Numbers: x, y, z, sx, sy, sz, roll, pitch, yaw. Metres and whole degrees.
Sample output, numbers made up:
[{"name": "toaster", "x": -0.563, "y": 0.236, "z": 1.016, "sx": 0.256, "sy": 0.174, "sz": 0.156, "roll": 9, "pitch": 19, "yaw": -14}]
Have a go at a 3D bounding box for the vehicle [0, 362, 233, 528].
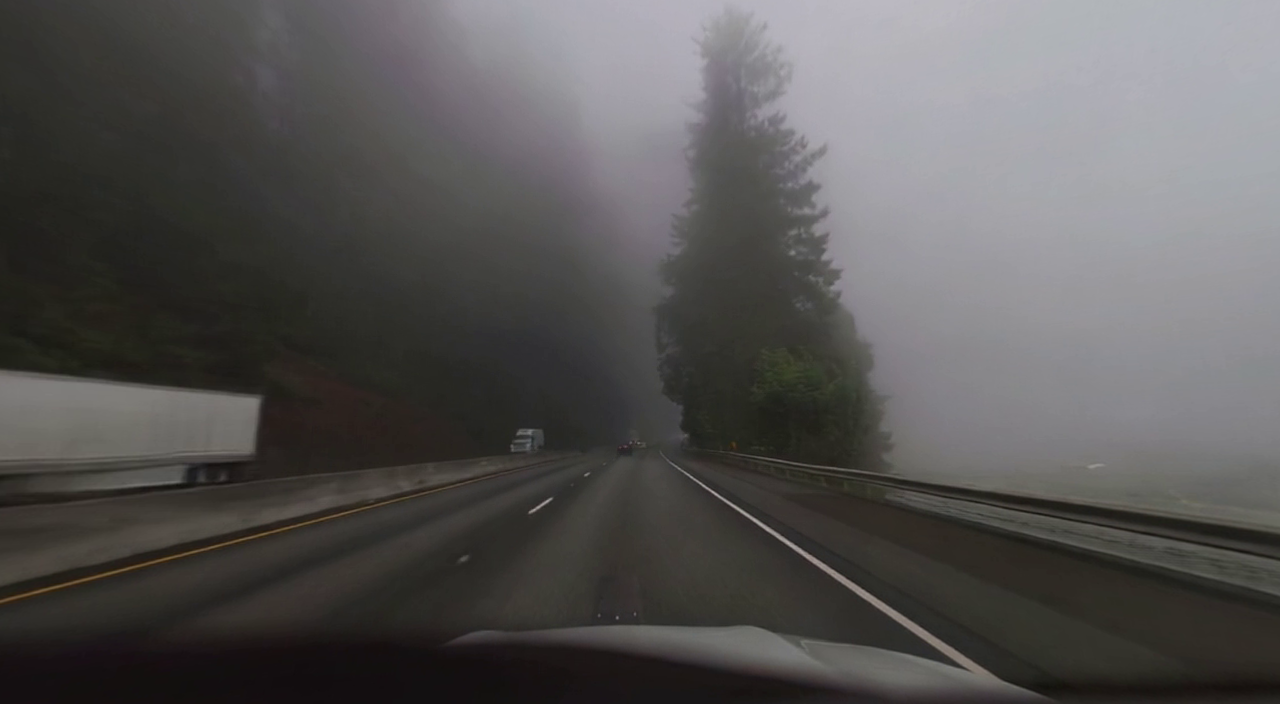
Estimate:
[{"name": "vehicle", "x": -17.030, "y": 2.471, "z": 16.714, "sx": 2.931, "sy": 4.017, "sz": 14.287, "roll": 0, "pitch": -8, "yaw": 0}]
